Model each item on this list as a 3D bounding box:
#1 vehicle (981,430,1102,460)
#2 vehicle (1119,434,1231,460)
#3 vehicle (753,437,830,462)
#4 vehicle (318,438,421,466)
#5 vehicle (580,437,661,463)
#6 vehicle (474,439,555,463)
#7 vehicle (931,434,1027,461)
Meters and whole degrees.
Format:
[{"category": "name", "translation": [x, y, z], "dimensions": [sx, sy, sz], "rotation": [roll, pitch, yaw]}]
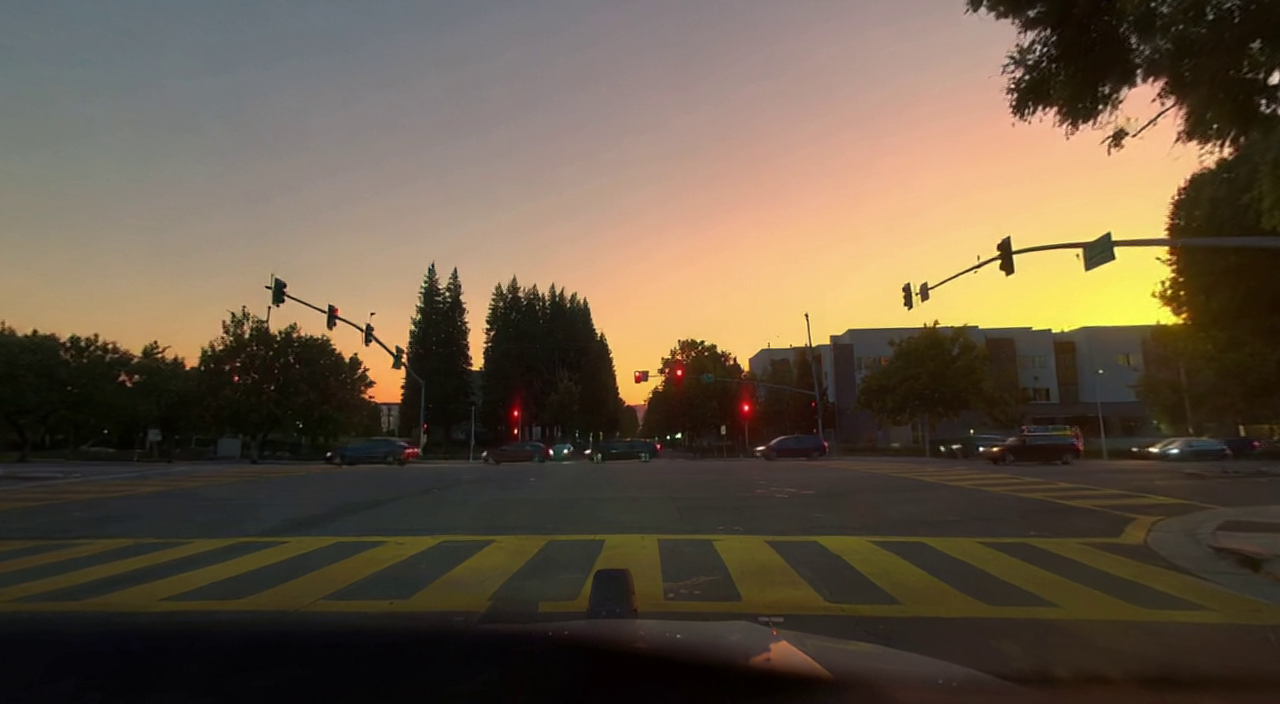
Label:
[{"category": "vehicle", "translation": [25.272, 5.874, 39.904], "dimensions": [6.133, 1.833, 2.155], "rotation": [0, -9, -2]}, {"category": "vehicle", "translation": [31.099, 5.533, 36.807], "dimensions": [4.724, 1.452, 1.870], "rotation": [0, -9, 0]}, {"category": "vehicle", "translation": [9.598, 6.194, 40.204], "dimensions": [4.443, 1.472, 1.794], "rotation": [0, -9, 1]}, {"category": "vehicle", "translation": [-14.252, 5.295, 33.436], "dimensions": [4.629, 1.423, 1.833], "rotation": [-1, -9, 2]}, {"category": "vehicle", "translation": [-1.124, 5.682, 36.789], "dimensions": [4.631, 1.435, 1.715], "rotation": [0, -9, 0]}, {"category": "vehicle", "translation": [-7.949, 6.282, 40.219], "dimensions": [4.759, 1.445, 1.865], "rotation": [0, -9, 0]}, {"category": "vehicle", "translation": [19.616, 5.558, 36.720], "dimensions": [4.519, 1.476, 1.767], "rotation": [0, -9, 0]}]
